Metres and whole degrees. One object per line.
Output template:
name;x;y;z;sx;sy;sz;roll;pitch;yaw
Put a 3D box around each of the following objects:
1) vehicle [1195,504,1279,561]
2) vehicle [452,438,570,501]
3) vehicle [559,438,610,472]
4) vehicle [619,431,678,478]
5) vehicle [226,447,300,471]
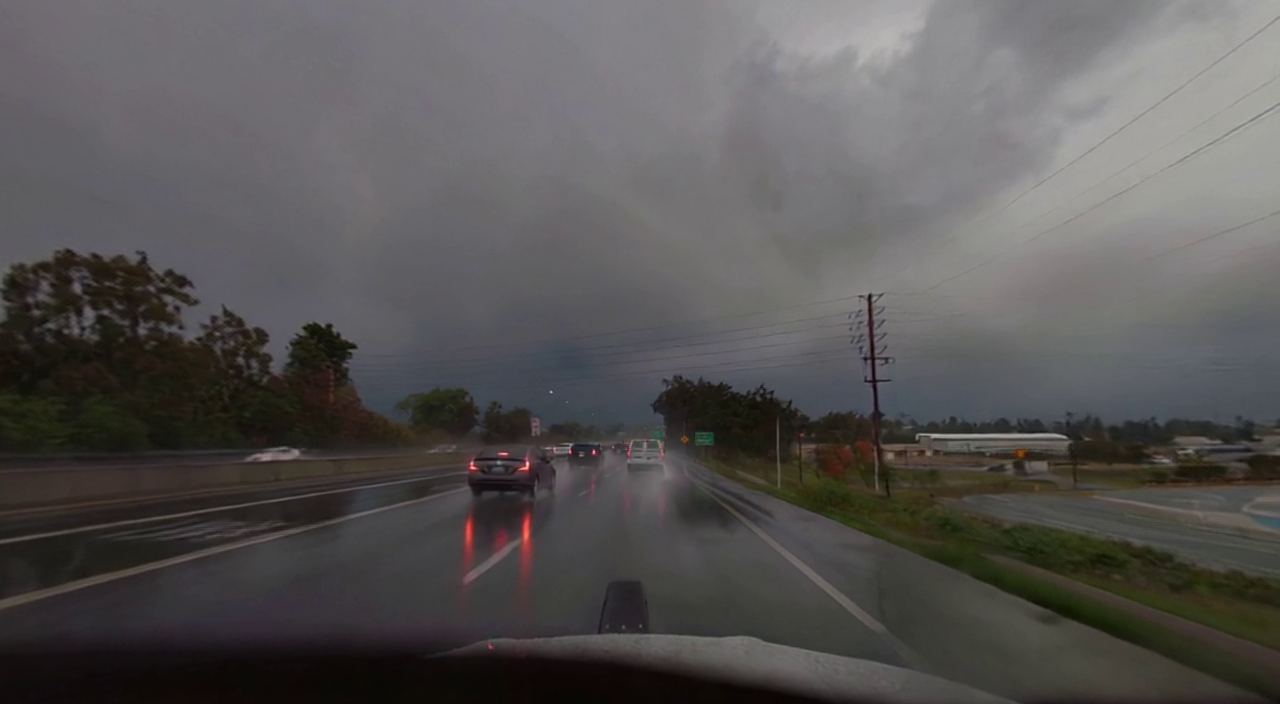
vehicle;30.813;8.887;31.287;2.164;2.048;5.656;-2;-8;11
vehicle;-3.248;3.073;16.947;2.092;1.464;4.466;0;-9;2
vehicle;-2.909;5.542;34.165;2.051;1.695;4.731;-1;-9;3
vehicle;0.373;4.347;26.976;2.319;1.813;4.274;0;-9;1
vehicle;-23.938;6.771;40.232;1.794;1.440;4.532;0;-9;2
